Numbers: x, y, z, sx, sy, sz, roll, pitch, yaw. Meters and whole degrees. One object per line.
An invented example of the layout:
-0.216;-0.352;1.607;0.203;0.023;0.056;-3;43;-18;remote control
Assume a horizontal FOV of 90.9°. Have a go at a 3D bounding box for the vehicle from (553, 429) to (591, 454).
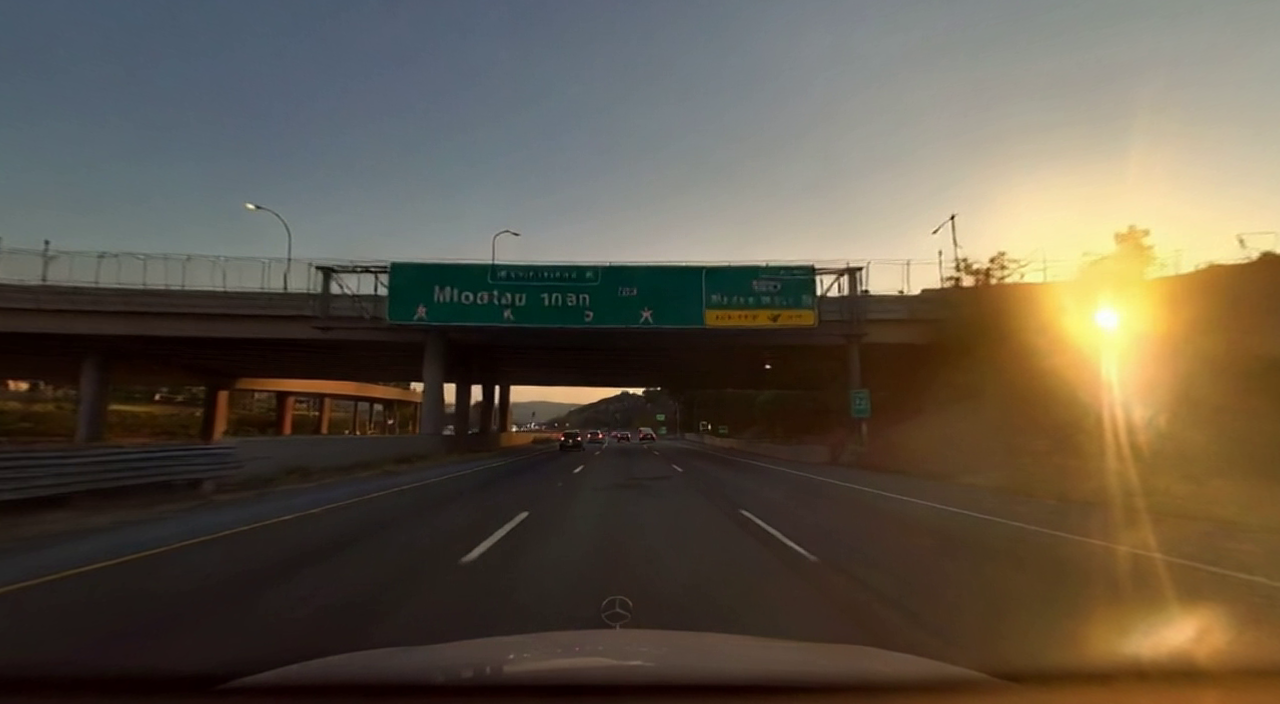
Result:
-4.428;5.889;41.654;2.062;1.591;4.156;0;-7;-1;vehicle
